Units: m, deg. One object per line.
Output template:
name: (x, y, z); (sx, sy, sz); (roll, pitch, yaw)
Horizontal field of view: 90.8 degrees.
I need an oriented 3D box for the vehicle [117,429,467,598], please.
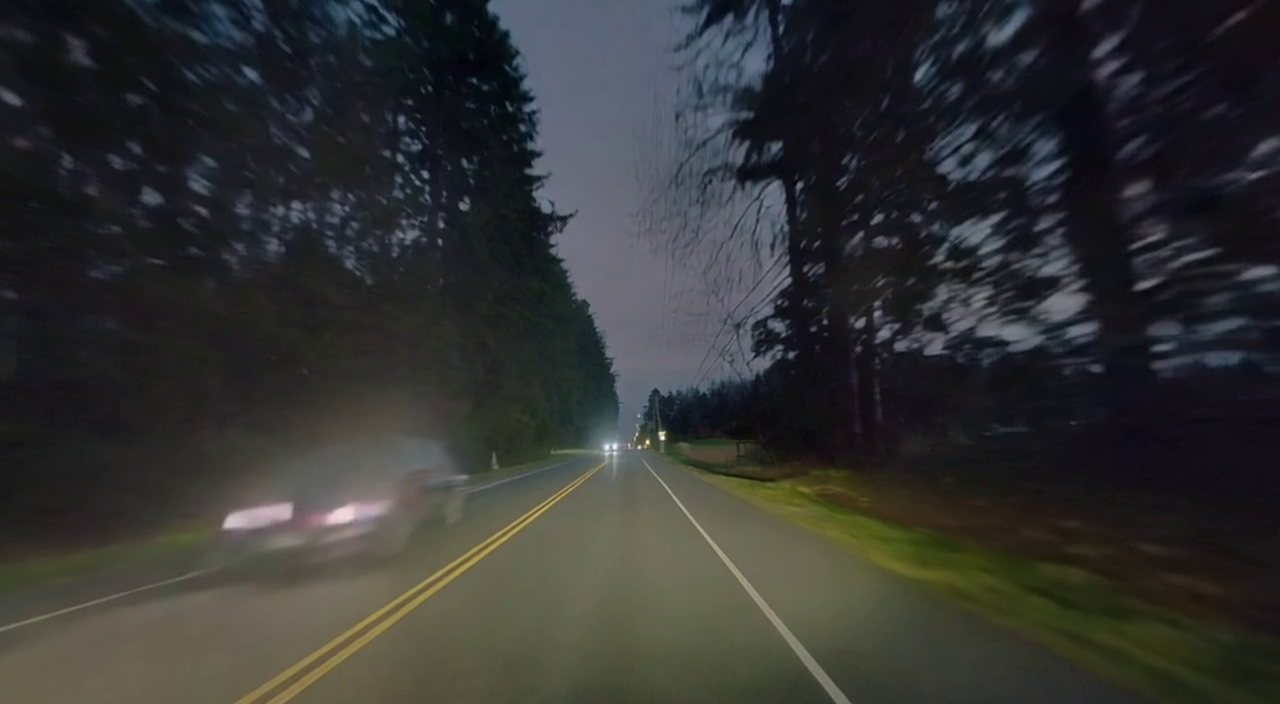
vehicle: (-3.818, 1.818, 8.025); (2.030, 1.552, 4.188); (0, -9, 0)
